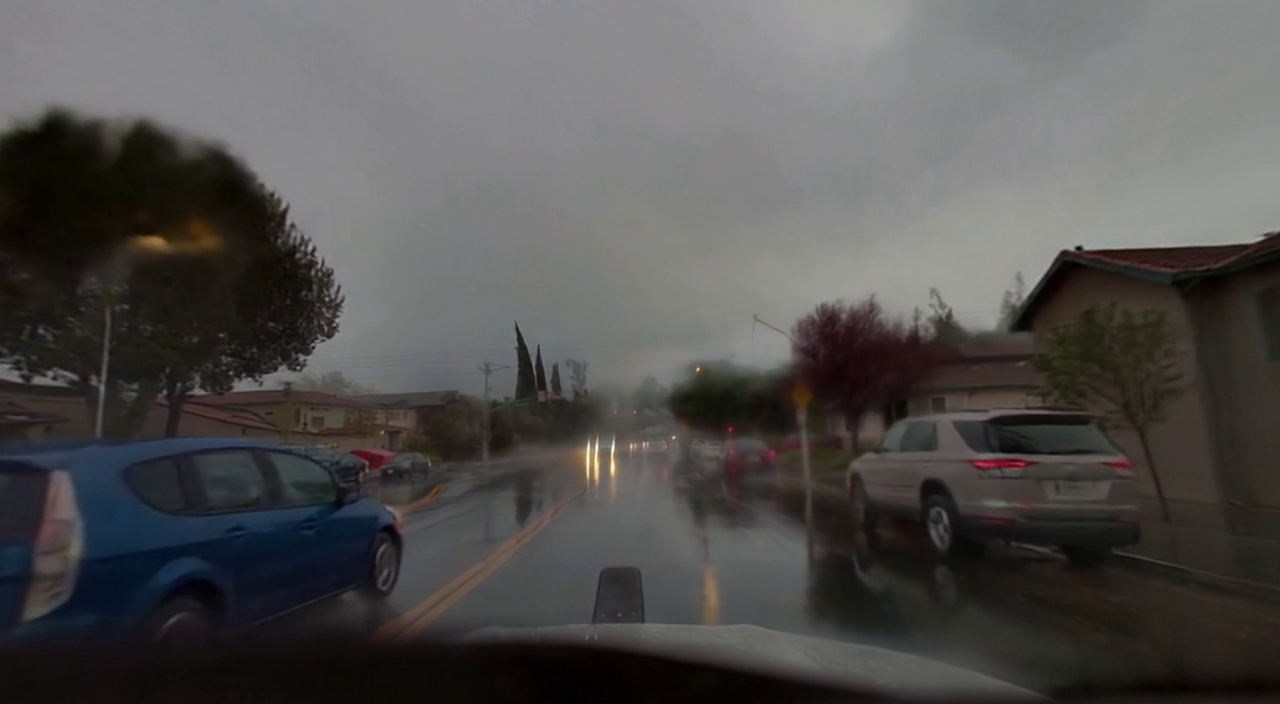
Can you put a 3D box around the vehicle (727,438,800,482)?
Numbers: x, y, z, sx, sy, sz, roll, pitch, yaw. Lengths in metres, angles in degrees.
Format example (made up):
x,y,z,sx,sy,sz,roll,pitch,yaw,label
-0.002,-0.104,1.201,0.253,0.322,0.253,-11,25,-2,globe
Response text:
x,y,z,sx,sy,sz,roll,pitch,yaw,label
4.549,4.052,23.910,1.964,1.485,4.454,0,-8,1,vehicle

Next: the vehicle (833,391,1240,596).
x,y,z,sx,sy,sz,roll,pitch,yaw,label
4.176,1.573,7.851,2.069,1.780,4.480,0,-8,-1,vehicle

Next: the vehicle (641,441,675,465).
x,y,z,sx,sy,sz,roll,pitch,yaw,label
1.166,6.685,41.827,2.081,1.475,4.361,0,-8,1,vehicle

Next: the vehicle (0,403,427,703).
x,y,z,sx,sy,sz,roll,pitch,yaw,label
-3.328,1.255,4.337,2.069,1.510,4.325,-1,-8,2,vehicle

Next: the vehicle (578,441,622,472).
x,y,z,sx,sy,sz,roll,pitch,yaw,label
-2.042,5.530,33.729,1.986,1.508,4.261,-1,-8,1,vehicle
